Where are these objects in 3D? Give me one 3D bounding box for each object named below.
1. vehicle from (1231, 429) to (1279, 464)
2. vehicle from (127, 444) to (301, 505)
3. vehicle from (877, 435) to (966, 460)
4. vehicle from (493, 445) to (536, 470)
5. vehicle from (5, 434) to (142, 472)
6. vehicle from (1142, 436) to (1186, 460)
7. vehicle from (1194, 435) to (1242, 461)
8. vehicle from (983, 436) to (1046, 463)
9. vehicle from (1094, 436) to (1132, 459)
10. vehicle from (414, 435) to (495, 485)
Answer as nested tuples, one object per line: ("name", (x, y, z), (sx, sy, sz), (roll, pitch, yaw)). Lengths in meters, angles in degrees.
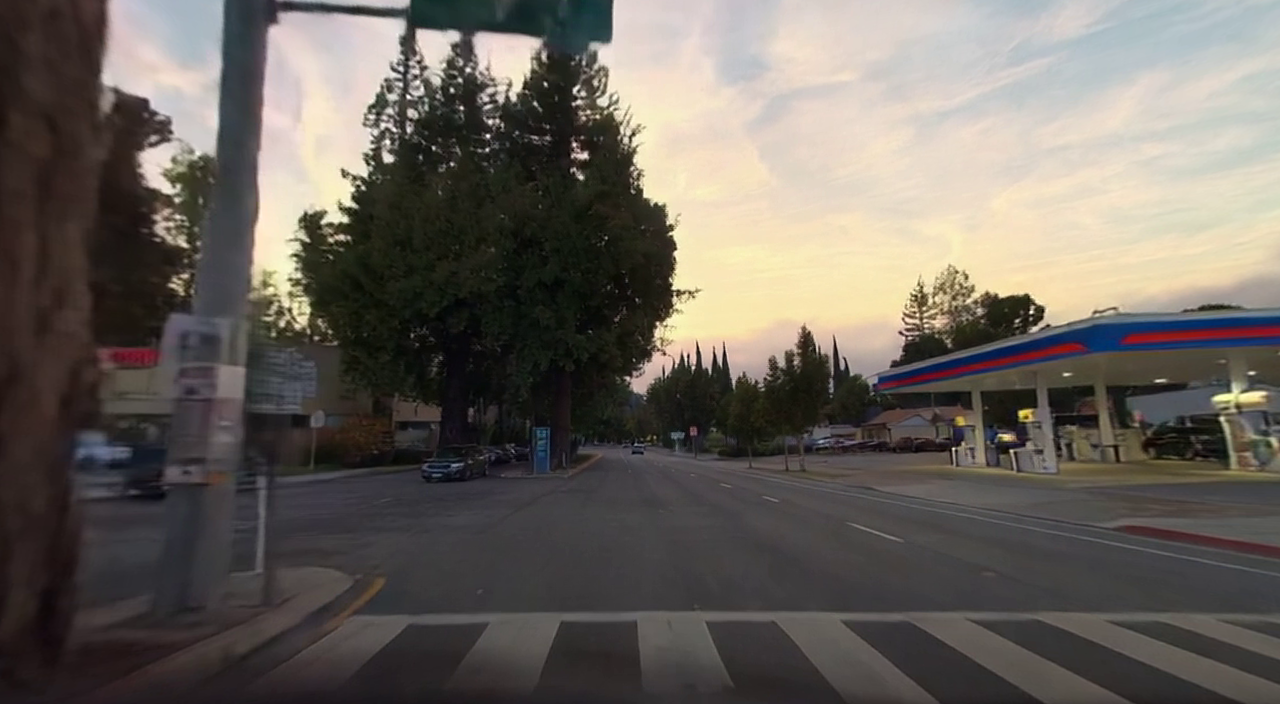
("vehicle", (28.578, 4.338, 28.993), (1.815, 1.480, 4.406), (-8, -11, 41))
("vehicle", (-11.497, 3.297, 17.520), (1.909, 1.469, 4.370), (0, -9, -3))
("vehicle", (18.879, 6.401, 42.485), (4.868, 1.610, 2.223), (0, -9, -3))
("vehicle", (-8.072, 6.821, 41.020), (1.982, 1.465, 4.376), (0, -9, -1))
("vehicle", (-28.719, 5.114, 32.266), (4.938, 1.778, 1.954), (7, -11, -40))
("vehicle", (34.489, 6.301, 41.526), (1.969, 1.482, 4.815), (-7, -11, 40))
("vehicle", (36.535, 6.053, 39.996), (1.705, 1.440, 3.741), (-8, -9, 36))
("vehicle", (21.381, 5.541, 36.021), (1.916, 1.434, 4.557), (-9, -12, 44))
("vehicle", (32.458, 6.544, 43.322), (1.894, 1.434, 4.308), (-7, -11, 37))
("vehicle", (-7.089, 4.150, 24.662), (1.987, 1.747, 4.545), (0, -9, -3))
